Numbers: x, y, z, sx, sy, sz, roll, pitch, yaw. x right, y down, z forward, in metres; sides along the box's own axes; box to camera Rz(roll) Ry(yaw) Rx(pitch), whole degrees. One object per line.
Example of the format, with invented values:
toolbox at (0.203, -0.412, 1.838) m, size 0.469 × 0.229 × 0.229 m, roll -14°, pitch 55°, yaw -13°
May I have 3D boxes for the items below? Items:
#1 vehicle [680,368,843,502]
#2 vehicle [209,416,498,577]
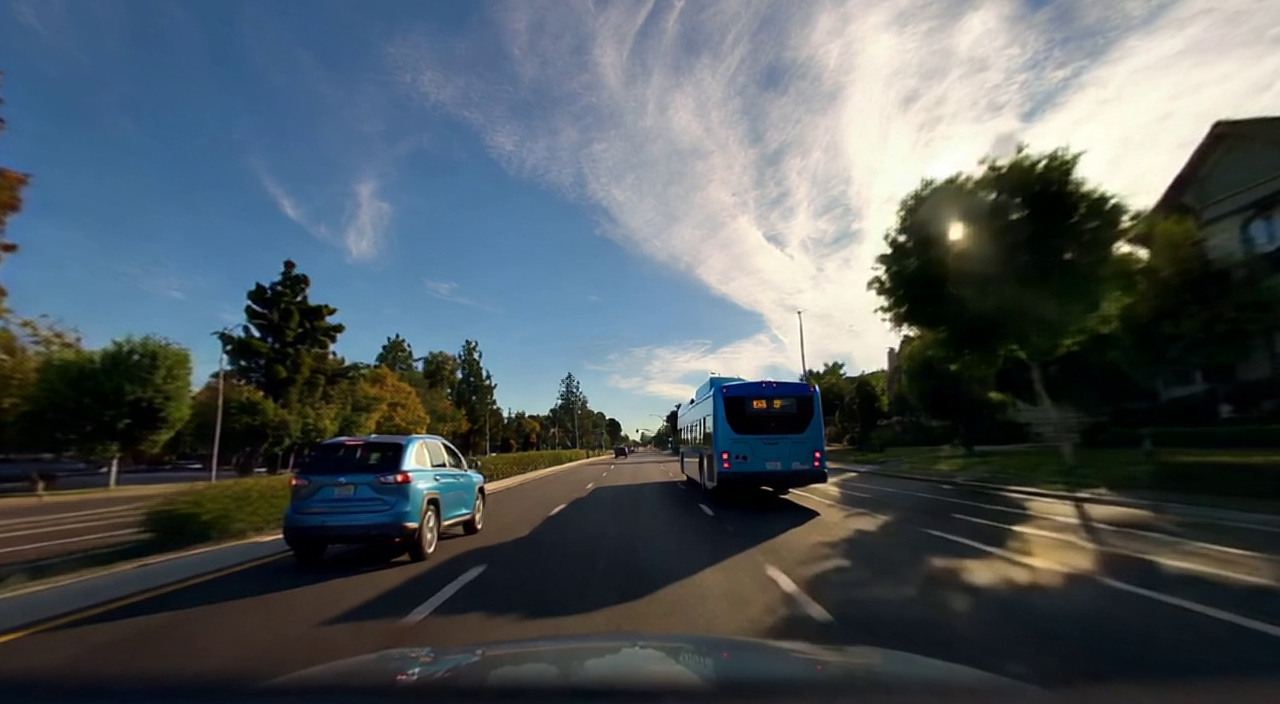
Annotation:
vehicle at (3.375, 2.944, 21.757) m, size 3.072 × 3.278 × 12.747 m, roll 0°, pitch -8°, yaw 0°
vehicle at (-3.695, 1.929, 9.218) m, size 2.111 × 1.767 × 4.333 m, roll 0°, pitch -8°, yaw 1°
